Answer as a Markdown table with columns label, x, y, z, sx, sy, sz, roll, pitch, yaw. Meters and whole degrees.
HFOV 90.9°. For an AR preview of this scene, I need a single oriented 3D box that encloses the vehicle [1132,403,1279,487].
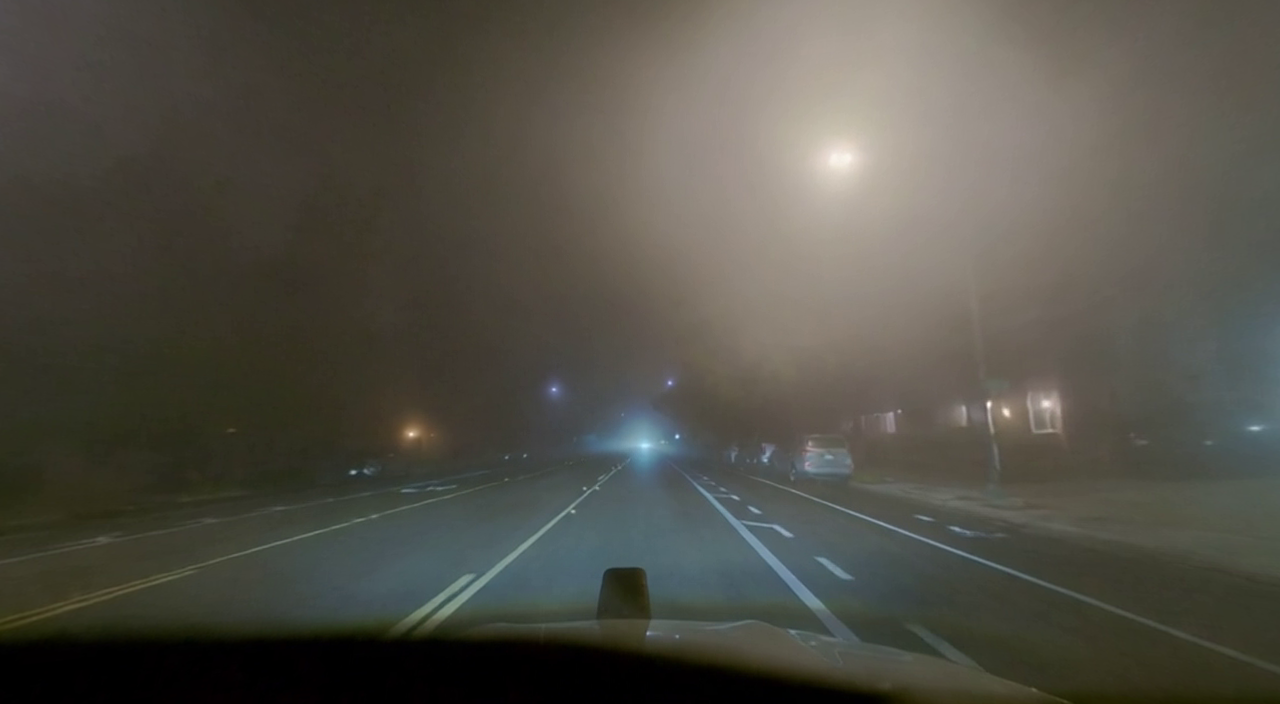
| label | x | y | z | sx | sy | sz | roll | pitch | yaw |
| --- | --- | --- | --- | --- | --- | --- | --- | --- | --- |
| vehicle | 14.118 | 2.007 | 13.757 | 4.902 | 1.667 | 2.162 | 0 | -8 | 0 |

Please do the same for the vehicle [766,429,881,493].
| label | x | y | z | sx | sy | sz | roll | pitch | yaw |
| --- | --- | --- | --- | --- | --- | --- | --- | --- | --- |
| vehicle | 5.161 | 3.129 | 18.576 | 1.885 | 1.603 | 5.235 | 0 | -8 | 1 |

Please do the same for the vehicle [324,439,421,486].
| label | x | y | z | sx | sy | sz | roll | pitch | yaw |
| --- | --- | --- | --- | --- | --- | --- | --- | --- | --- |
| vehicle | -11.529 | 4.762 | 27.603 | 2.054 | 1.704 | 4.710 | -3 | -7 | 3 |
